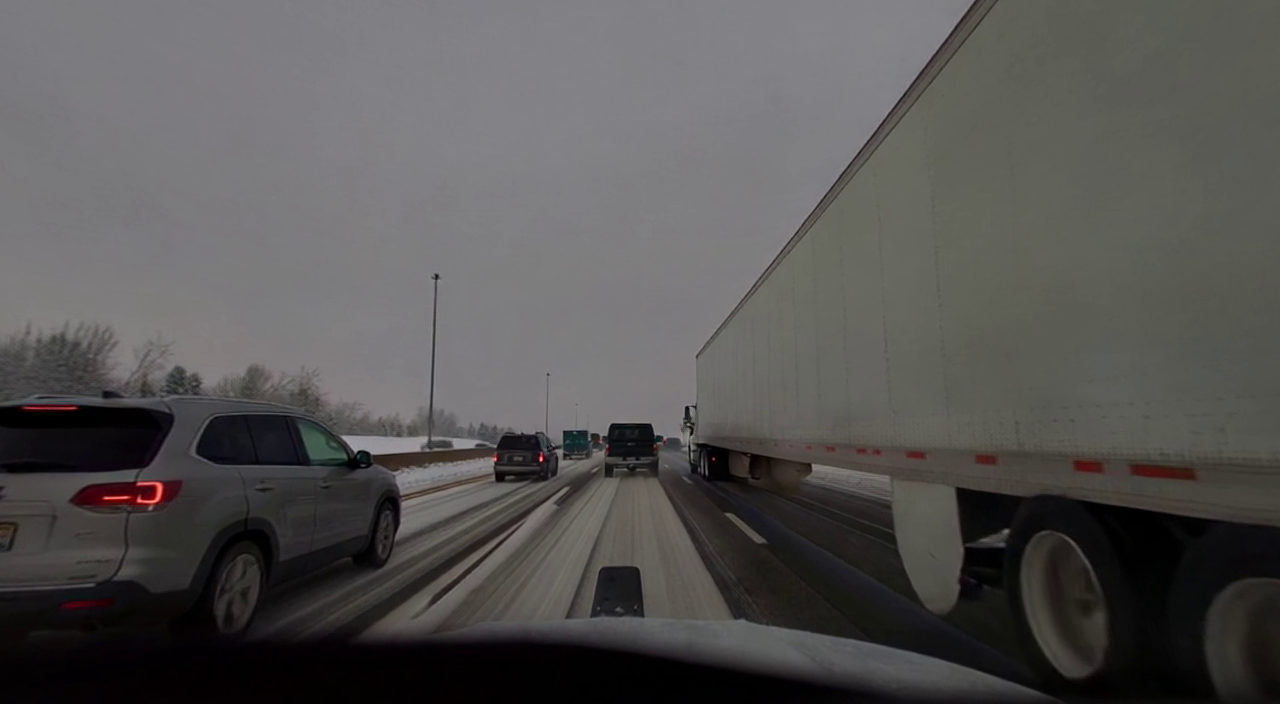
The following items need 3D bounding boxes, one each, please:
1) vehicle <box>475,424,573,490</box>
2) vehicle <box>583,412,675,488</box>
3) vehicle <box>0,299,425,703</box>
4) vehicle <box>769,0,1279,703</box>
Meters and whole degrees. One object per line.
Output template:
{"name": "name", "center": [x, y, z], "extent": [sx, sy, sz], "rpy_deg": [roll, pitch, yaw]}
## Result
{"name": "vehicle", "center": [-3.497, 3.277, 19.975], "extent": [2.120, 1.812, 4.659], "rpy_deg": [0, -8, 1]}
{"name": "vehicle", "center": [-0.343, 3.307, 21.504], "extent": [2.704, 2.216, 5.804], "rpy_deg": [0, -8, -1]}
{"name": "vehicle", "center": [-3.430, 1.017, 4.286], "extent": [2.193, 1.803, 4.958], "rpy_deg": [0, -8, 0]}
{"name": "vehicle", "center": [3.661, -0.305, 2.753], "extent": [2.852, 4.121, 16.210], "rpy_deg": [0, -8, 0]}
